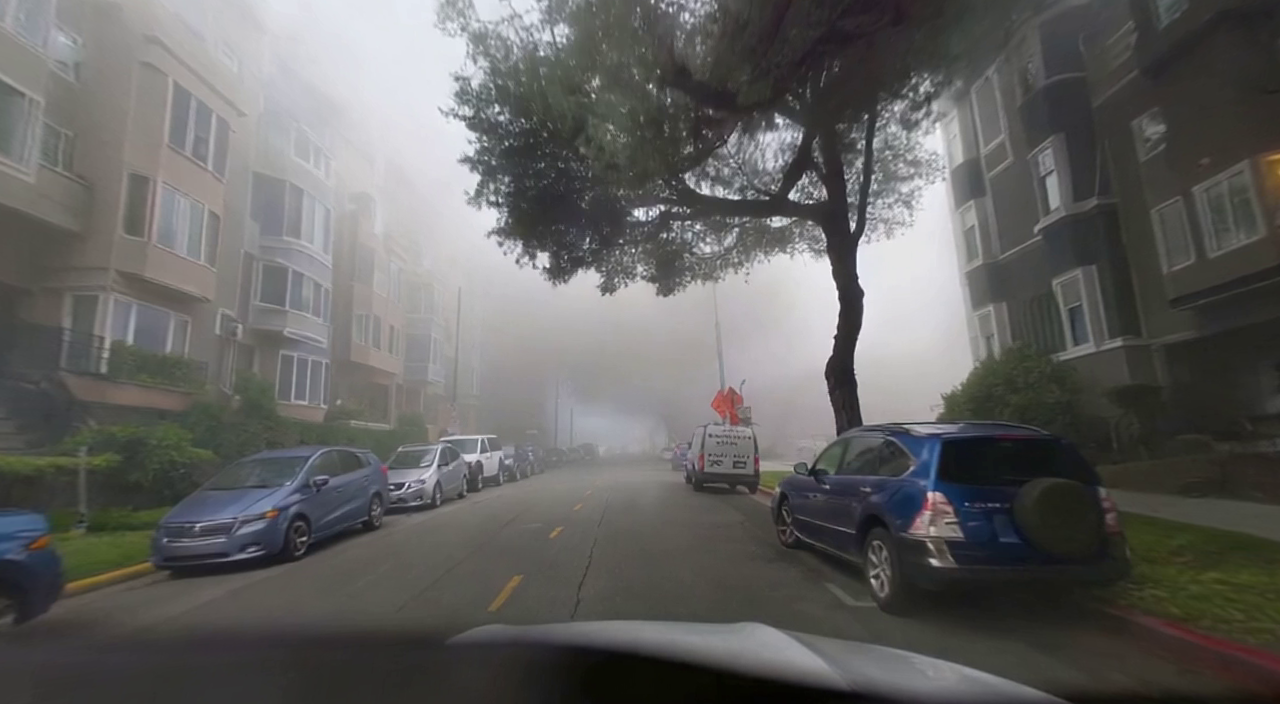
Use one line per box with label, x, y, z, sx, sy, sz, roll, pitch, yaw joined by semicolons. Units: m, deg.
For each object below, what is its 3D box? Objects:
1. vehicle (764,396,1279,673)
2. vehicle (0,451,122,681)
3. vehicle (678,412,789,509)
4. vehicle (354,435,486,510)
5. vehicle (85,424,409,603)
vehicle;2.824;1.477;6.452;2.031;1.655;5.148;0;-8;0
vehicle;-5.147;1.208;2.628;2.014;1.452;4.721;-2;-8;0
vehicle;2.555;3.043;18.865;2.259;2.119;5.281;-1;-2;-3
vehicle;-5.690;3.145;17.052;1.838;1.725;4.660;0;-8;0
vehicle;-5.677;2.235;10.147;2.101;1.646;5.001;-2;-1;-1
